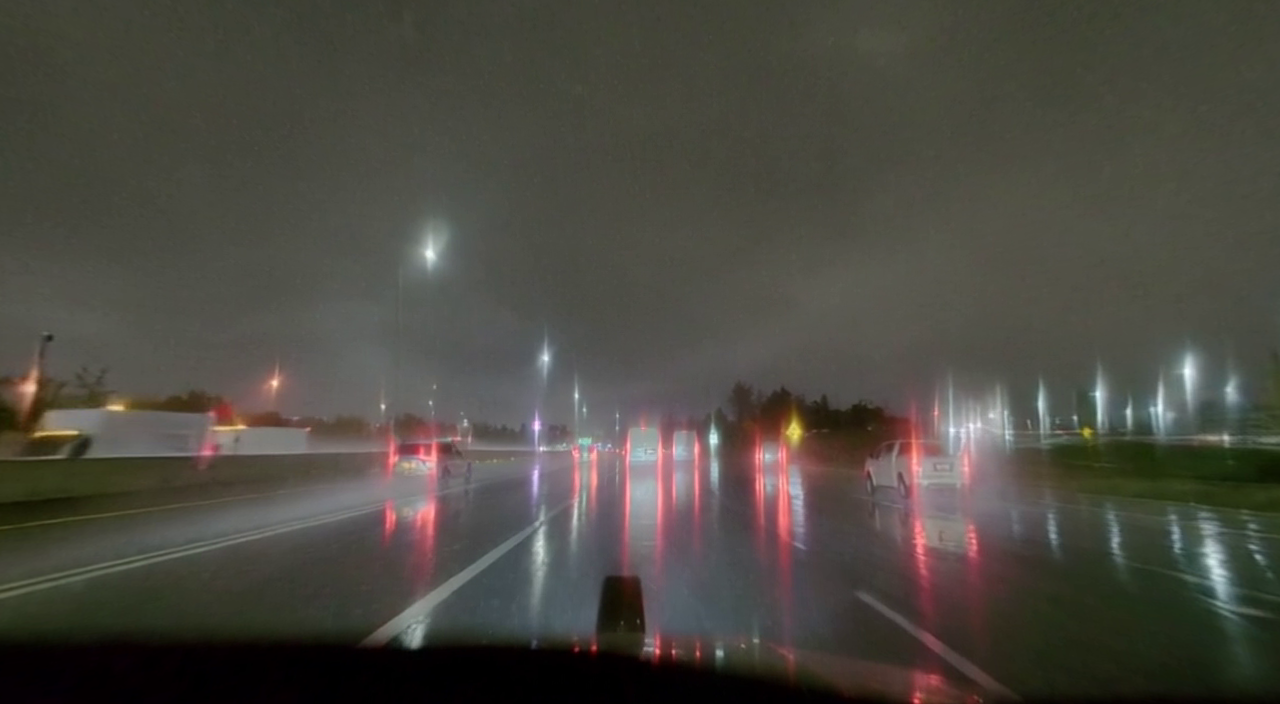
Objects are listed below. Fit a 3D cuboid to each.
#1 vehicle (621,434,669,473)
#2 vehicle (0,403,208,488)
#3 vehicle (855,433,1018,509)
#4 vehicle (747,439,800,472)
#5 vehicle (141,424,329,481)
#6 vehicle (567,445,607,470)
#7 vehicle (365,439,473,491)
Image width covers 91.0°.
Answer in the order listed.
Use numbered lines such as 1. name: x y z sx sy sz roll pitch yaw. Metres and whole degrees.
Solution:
1. vehicle: 0.278 5.732 35.691 2.509 2.062 4.639 0 -9 0
2. vehicle: -26.318 4.680 31.594 3.029 3.643 8.425 0 -9 1
3. vehicle: 7.463 3.025 16.480 2.146 1.678 4.489 0 -9 1
4. vehicle: 8.027 6.279 38.377 2.147 1.808 5.243 0 -9 0
5. vehicle: -26.150 6.657 42.366 2.847 3.131 14.554 0 -8 1
6. vehicle: -3.484 7.085 42.523 2.173 1.542 4.781 0 -9 2
7. vehicle: -7.636 3.930 22.290 2.108 1.619 4.548 0 -9 1
